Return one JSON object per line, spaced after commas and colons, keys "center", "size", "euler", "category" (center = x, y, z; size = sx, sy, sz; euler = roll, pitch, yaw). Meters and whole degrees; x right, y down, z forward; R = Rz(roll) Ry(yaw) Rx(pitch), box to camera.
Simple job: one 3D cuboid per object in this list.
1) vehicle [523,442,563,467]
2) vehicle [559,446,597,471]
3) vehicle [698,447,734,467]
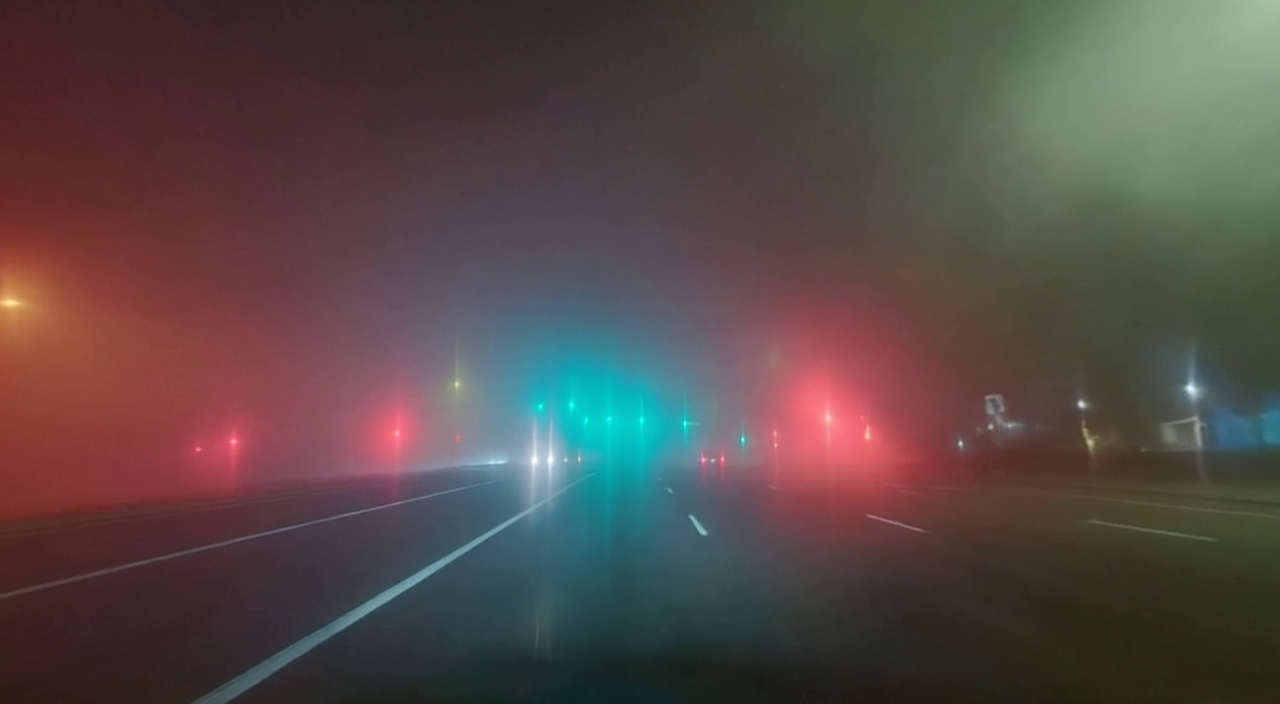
{"center": [-7.405, 7.887, 48.746], "size": [2.185, 1.810, 5.589], "euler": [0, -8, 1], "category": "vehicle"}
{"center": [-3.918, 6.766, 40.501], "size": [2.018, 1.463, 4.603], "euler": [0, -8, 0], "category": "vehicle"}
{"center": [5.902, 8.197, 49.568], "size": [2.187, 1.475, 4.529], "euler": [0, -8, -2], "category": "vehicle"}
